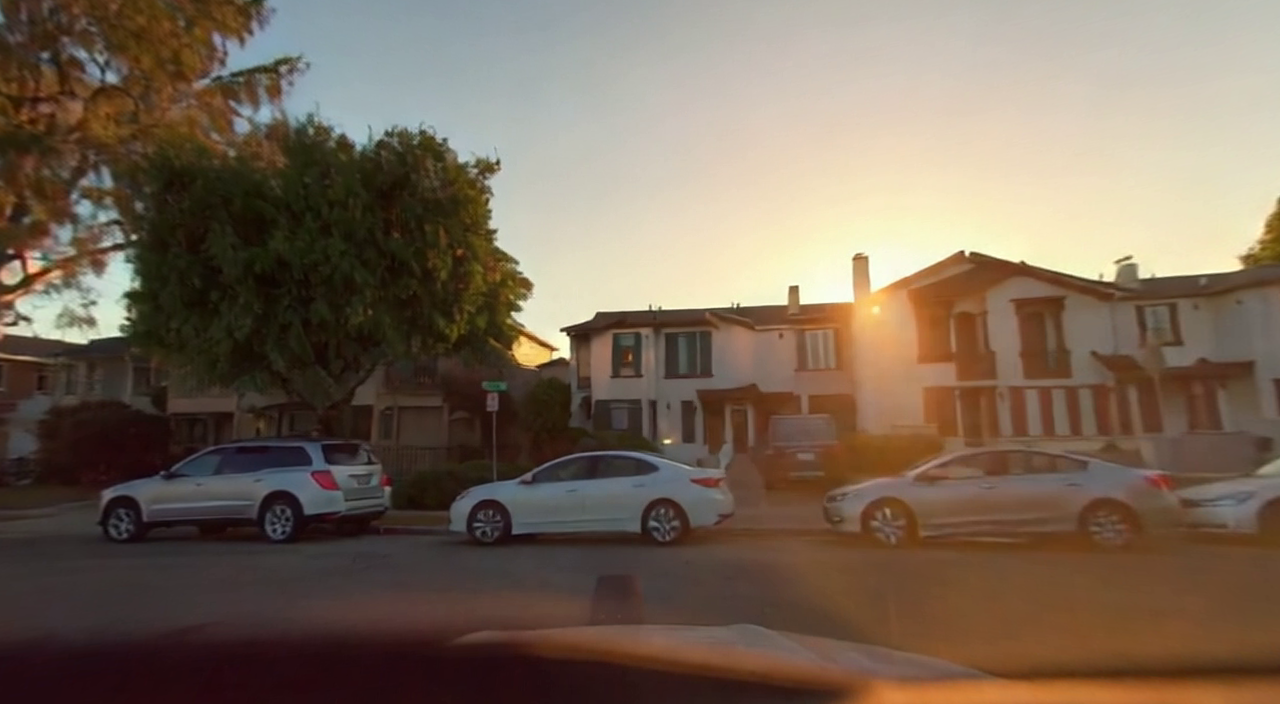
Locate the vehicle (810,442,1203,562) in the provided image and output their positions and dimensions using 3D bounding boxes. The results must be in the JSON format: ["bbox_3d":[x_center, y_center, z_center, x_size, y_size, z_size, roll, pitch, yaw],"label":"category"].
[{"bbox_3d":[5.051,2.110,9.387,4.663,1.452,1.801,0,-8,9],"label":"vehicle"}]

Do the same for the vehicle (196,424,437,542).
[{"bbox_3d":[-6.299,2.542,13.079,2.046,1.969,4.585,-2,-8,9],"label":"vehicle"}]

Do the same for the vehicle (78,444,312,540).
[{"bbox_3d":[-9.120,2.823,13.429,1.827,1.648,4.030,-1,-8,4],"label":"vehicle"}]

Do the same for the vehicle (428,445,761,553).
[{"bbox_3d":[-0.627,2.311,10.388,5.075,1.436,1.863,0,-8,8],"label":"vehicle"}]

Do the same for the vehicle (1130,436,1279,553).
[{"bbox_3d":[10.173,1.987,8.923,4.785,1.471,1.798,0,-8,4],"label":"vehicle"}]

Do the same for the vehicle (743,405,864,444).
[{"bbox_3d":[6.579,2.972,25.795,4.565,1.479,1.775,0,-8,7],"label":"vehicle"}]
